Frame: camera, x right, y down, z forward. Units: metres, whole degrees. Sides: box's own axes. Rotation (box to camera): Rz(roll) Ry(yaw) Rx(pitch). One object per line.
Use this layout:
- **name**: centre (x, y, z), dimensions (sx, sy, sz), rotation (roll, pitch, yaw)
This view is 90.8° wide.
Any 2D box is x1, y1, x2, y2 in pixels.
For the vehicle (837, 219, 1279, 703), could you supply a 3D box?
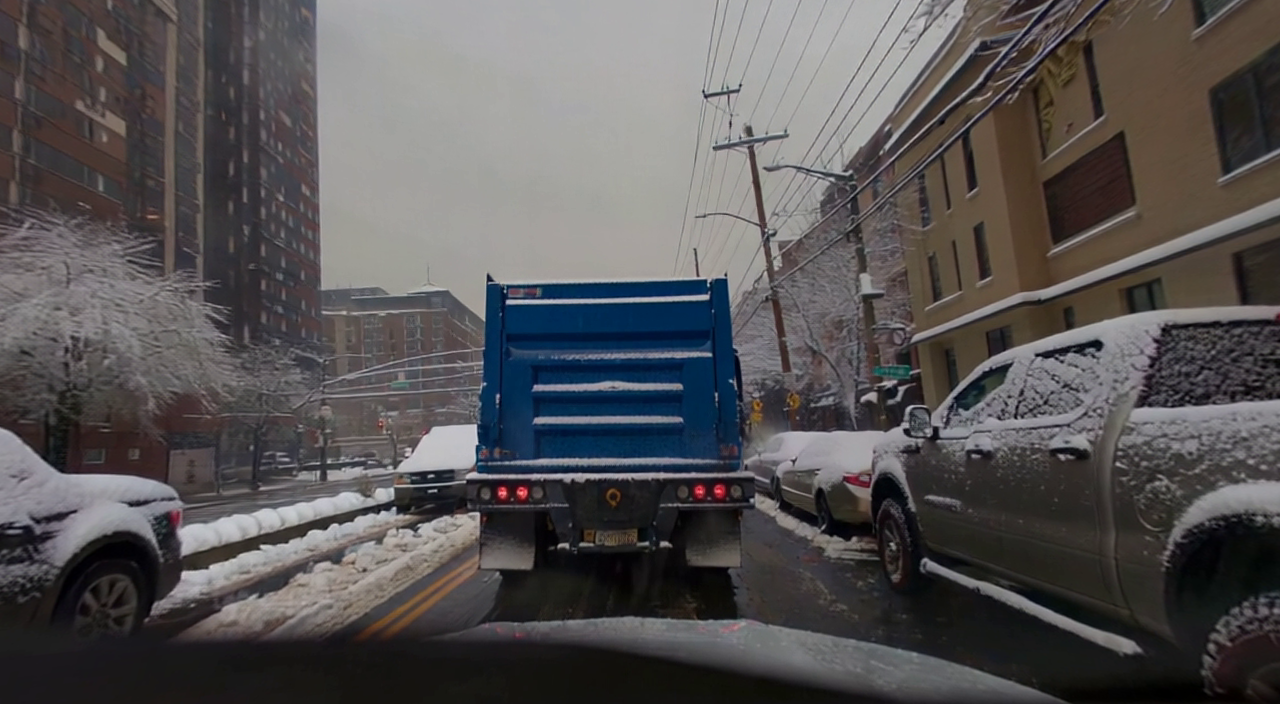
- **vehicle**: centre (3.232, 0.838, 3.876), dimensions (2.242, 1.979, 5.722), rotation (0, -9, 1)

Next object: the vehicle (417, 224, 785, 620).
- **vehicle**: centre (-0.231, 1.110, 9.244), dimensions (2.878, 3.204, 8.244), rotation (0, -8, 1)

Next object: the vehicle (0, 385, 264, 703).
- **vehicle**: centre (-4.124, 0.973, 2.894), dimensions (1.988, 1.657, 4.492), rotation (0, -9, 0)
